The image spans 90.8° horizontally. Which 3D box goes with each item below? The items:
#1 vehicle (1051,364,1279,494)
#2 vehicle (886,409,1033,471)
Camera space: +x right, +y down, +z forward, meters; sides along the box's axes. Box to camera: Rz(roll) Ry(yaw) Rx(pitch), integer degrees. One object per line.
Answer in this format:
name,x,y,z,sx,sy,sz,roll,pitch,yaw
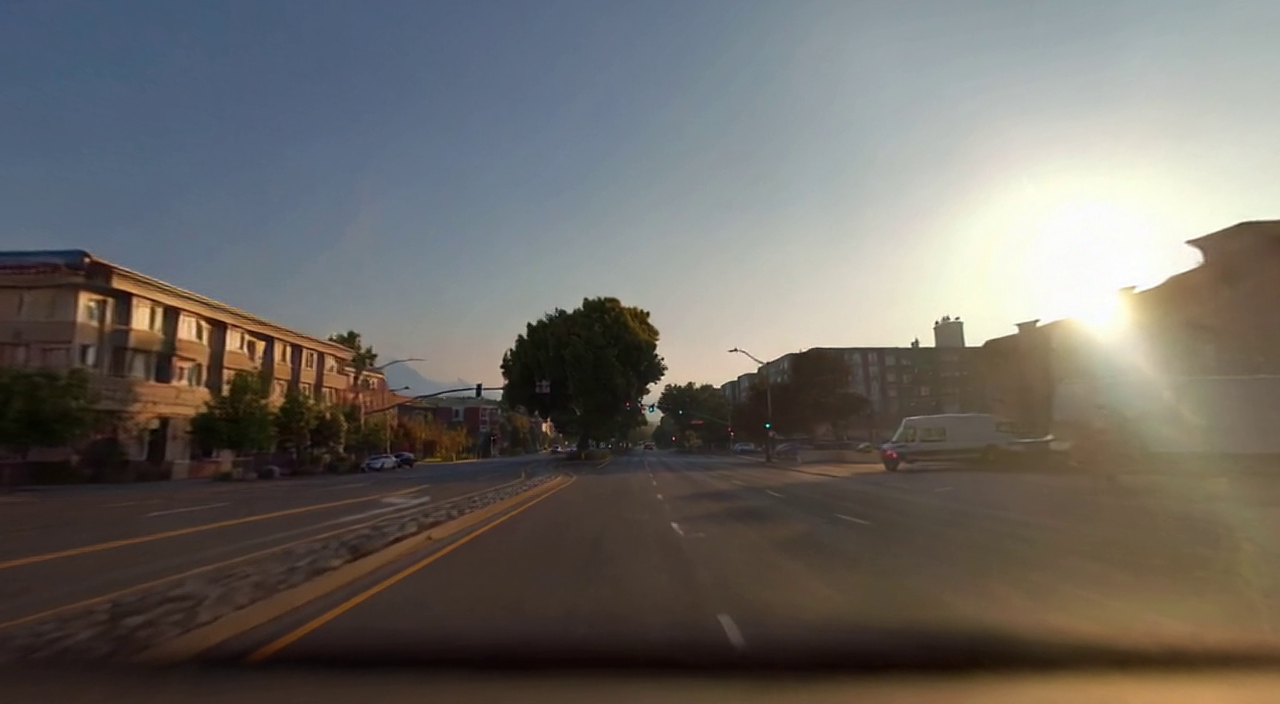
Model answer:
vehicle,16.904,2.318,18.913,7.225,3.553,2.709,0,-9,-3
vehicle,17.795,4.967,35.620,6.639,3.312,2.759,-1,-9,3
